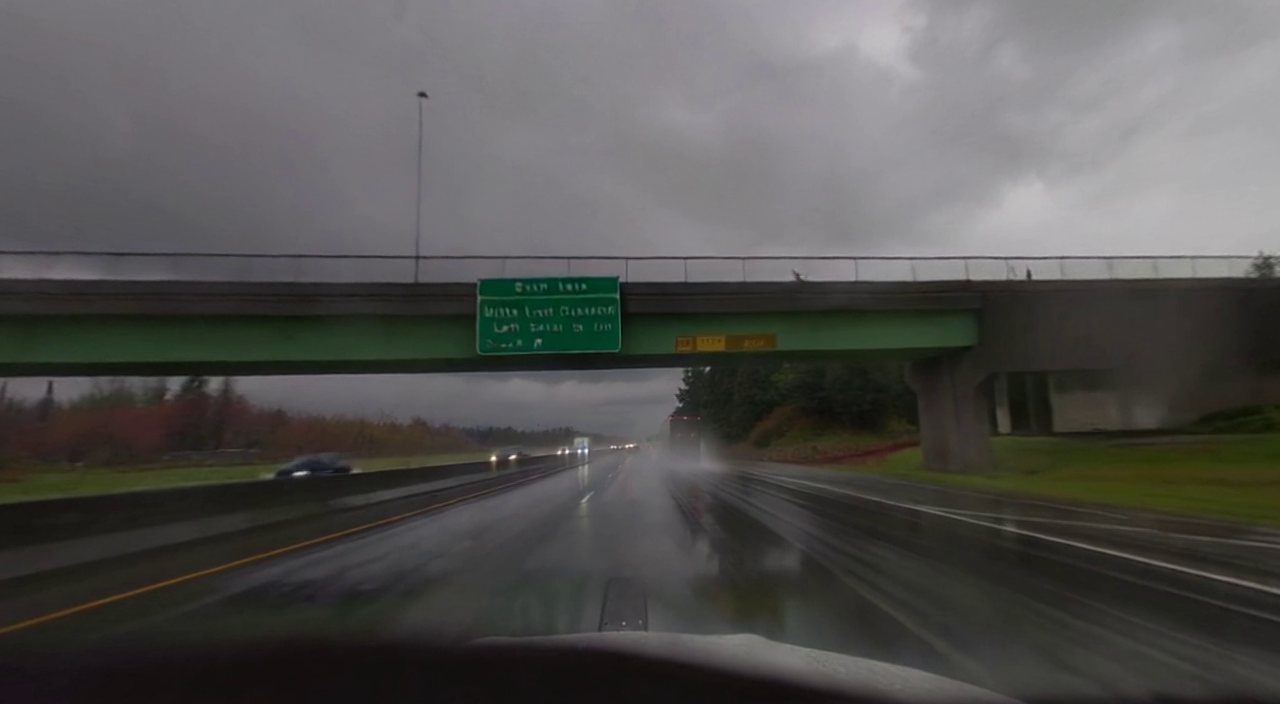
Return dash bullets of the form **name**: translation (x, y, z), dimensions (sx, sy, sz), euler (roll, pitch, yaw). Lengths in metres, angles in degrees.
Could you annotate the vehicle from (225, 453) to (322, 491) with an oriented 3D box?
- **vehicle**: translation (-15.652, 5.097, 27.154), dimensions (1.787, 1.464, 3.914), euler (0, -9, 0)
